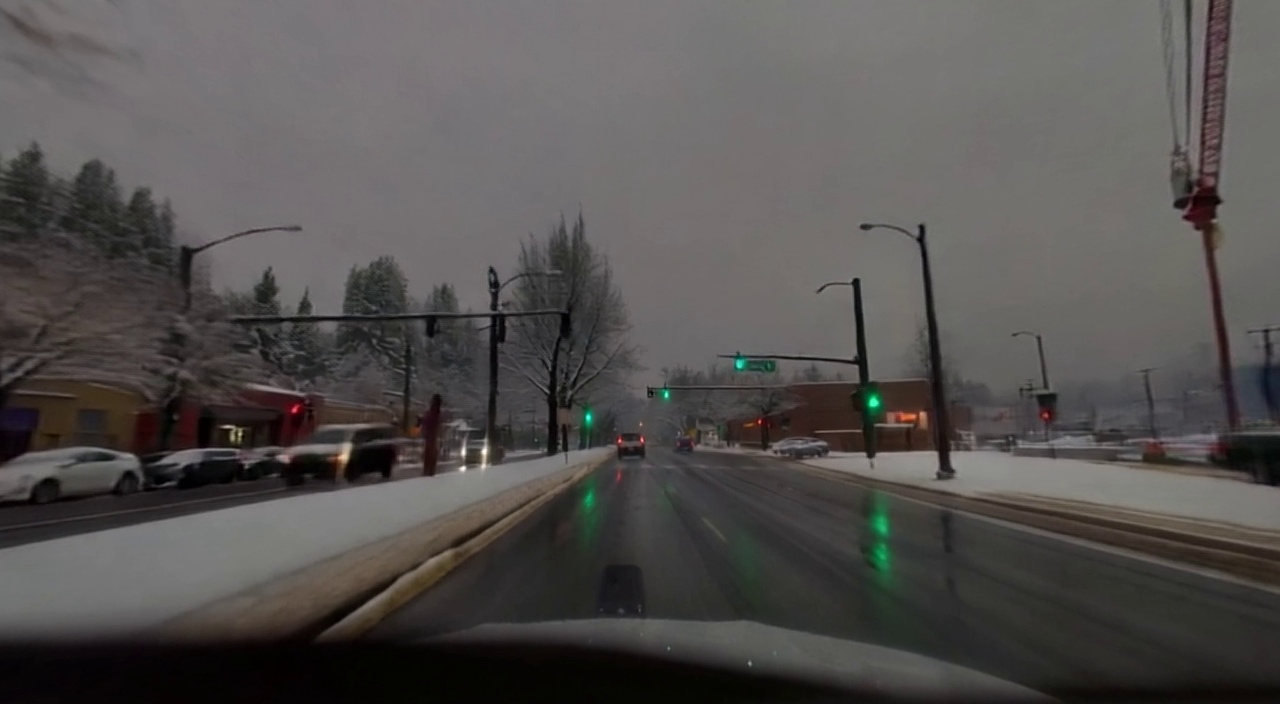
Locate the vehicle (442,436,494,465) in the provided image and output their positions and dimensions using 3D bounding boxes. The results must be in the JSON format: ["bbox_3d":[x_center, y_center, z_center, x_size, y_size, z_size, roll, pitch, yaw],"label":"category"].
[{"bbox_3d":[-12.451,7.167,46.084,2.249,1.952,5.746,0,-8,-1],"label":"vehicle"}]

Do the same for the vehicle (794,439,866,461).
[{"bbox_3d":[13.553,7.014,45.159,4.506,1.479,1.924,0,-9,1],"label":"vehicle"}]

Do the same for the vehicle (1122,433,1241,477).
[{"bbox_3d":[19.695,3.761,23.234,1.777,1.441,3.976,-3,-9,17],"label":"vehicle"}]

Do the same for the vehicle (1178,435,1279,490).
[{"bbox_3d":[17.758,3.150,18.316,1.758,1.425,4.358,-3,-9,19],"label":"vehicle"}]

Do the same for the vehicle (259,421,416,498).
[{"bbox_3d":[-8.671,3.129,18.778,2.227,1.956,4.978,0,-8,-1],"label":"vehicle"}]

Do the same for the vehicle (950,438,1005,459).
[{"bbox_3d":[24.790,7.091,46.326,3.995,1.463,1.862,6,-10,-35],"label":"vehicle"}]

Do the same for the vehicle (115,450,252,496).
[{"bbox_3d":[-16.573,4.358,23.250,1.765,1.473,4.423,0,-9,-1],"label":"vehicle"}]

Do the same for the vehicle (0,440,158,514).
[{"bbox_3d":[-16.338,3.390,17.689,2.070,1.774,4.549,0,-9,0],"label":"vehicle"}]
